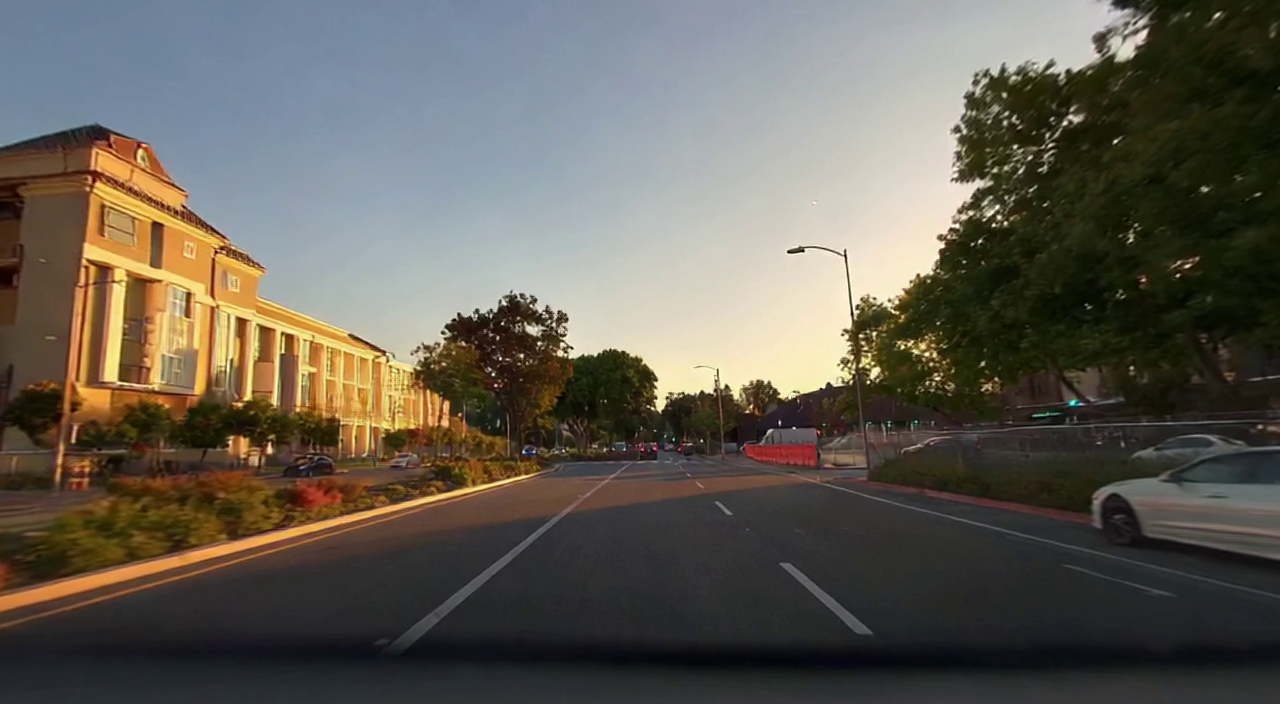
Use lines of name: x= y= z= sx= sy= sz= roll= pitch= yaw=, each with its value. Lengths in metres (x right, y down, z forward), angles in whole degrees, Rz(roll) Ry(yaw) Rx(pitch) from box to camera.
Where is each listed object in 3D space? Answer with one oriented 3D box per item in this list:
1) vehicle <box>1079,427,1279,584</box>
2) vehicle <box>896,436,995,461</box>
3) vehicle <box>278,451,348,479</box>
vehicle: x=7.110 y=1.516 z=6.367 sx=1.984 sy=1.485 sz=4.629 roll=0 pitch=-8 yaw=0
vehicle: x=18.265 y=5.782 z=37.815 sx=4.813 sy=1.464 sz=2.073 roll=0 pitch=-8 yaw=-1
vehicle: x=-22.315 y=7.695 z=43.247 sx=2.067 sy=1.743 sz=5.056 roll=0 pitch=-8 yaw=0
